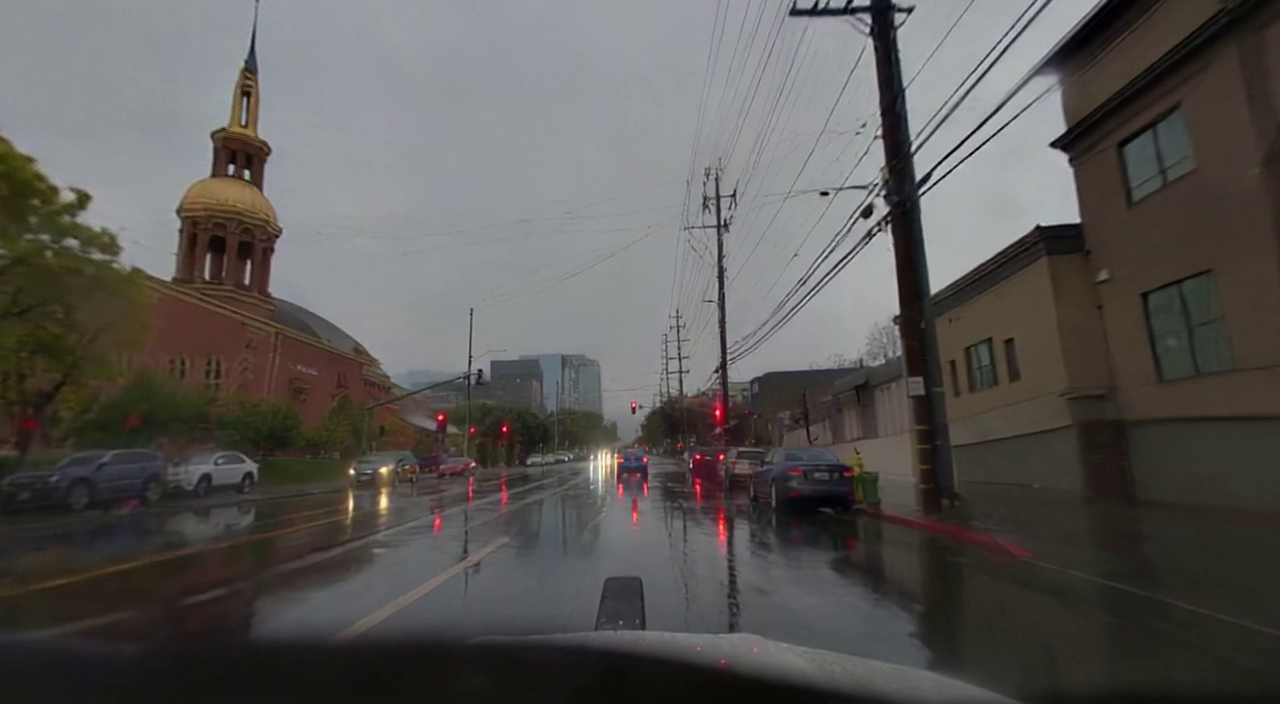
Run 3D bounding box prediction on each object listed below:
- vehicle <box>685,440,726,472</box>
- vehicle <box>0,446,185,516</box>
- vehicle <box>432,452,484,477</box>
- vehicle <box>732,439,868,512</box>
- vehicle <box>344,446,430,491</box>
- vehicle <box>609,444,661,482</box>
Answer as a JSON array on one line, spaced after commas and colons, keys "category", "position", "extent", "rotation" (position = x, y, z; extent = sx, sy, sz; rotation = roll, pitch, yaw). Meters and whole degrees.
[{"category": "vehicle", "position": [3.818, 6.160, 37.515], "extent": [2.015, 1.780, 4.261], "rotation": [0, -8, 1]}, {"category": "vehicle", "position": [-18.531, 4.294, 21.254], "extent": [4.888, 1.920, 2.055], "rotation": [-4, -9, 0]}, {"category": "vehicle", "position": [-12.061, 7.472, 42.244], "extent": [1.980, 1.502, 4.655], "rotation": [-1, -8, 2]}, {"category": "vehicle", "position": [3.743, 2.962, 15.741], "extent": [1.944, 1.530, 4.539], "rotation": [0, -8, -3]}, {"category": "vehicle", "position": [-12.258, 5.624, 31.006], "extent": [2.071, 1.814, 5.185], "rotation": [-4, -8, 0]}, {"category": "vehicle", "position": [-0.220, 4.723, 27.198], "extent": [2.049, 1.453, 4.299], "rotation": [0, -8, -1]}]
